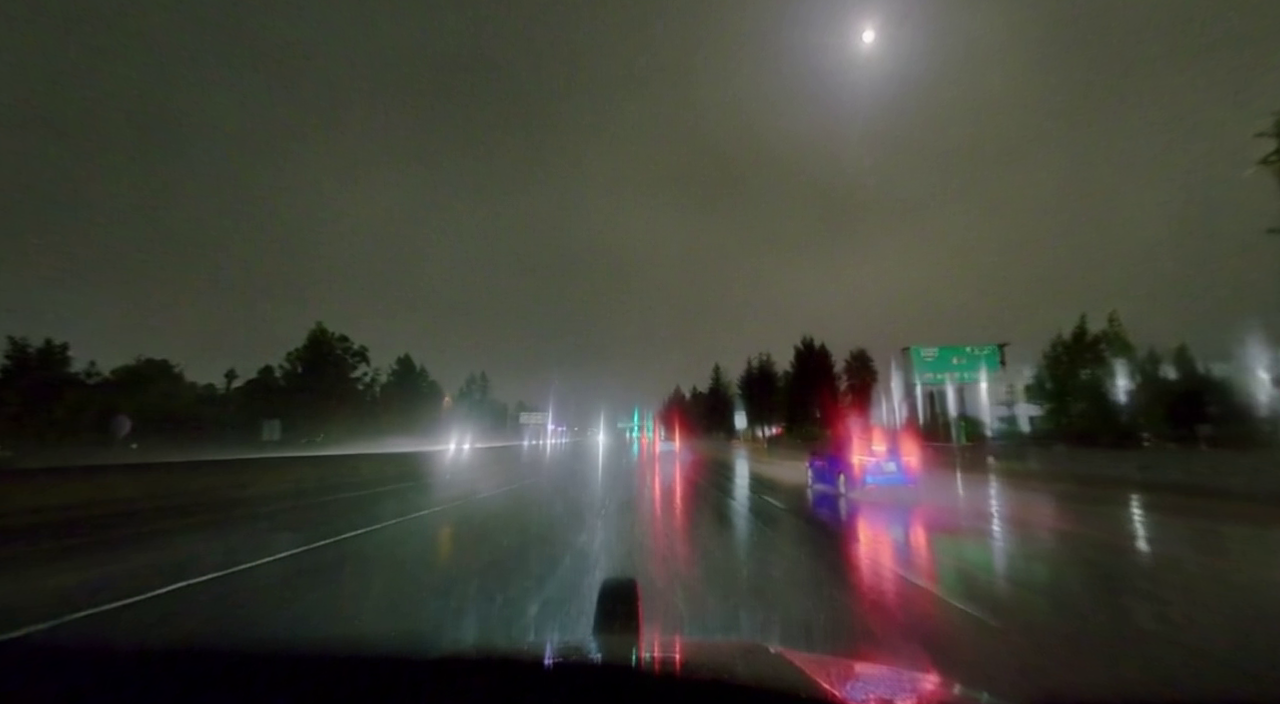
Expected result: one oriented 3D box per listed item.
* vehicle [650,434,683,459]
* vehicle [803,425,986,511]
[{"bbox_3d":[1.774,6.568,43.896,2.127,1.692,4.382,0,-9,0],"label":"vehicle"},{"bbox_3d":[5.137,2.426,13.633,2.029,1.528,4.644,0,-9,0],"label":"vehicle"}]
